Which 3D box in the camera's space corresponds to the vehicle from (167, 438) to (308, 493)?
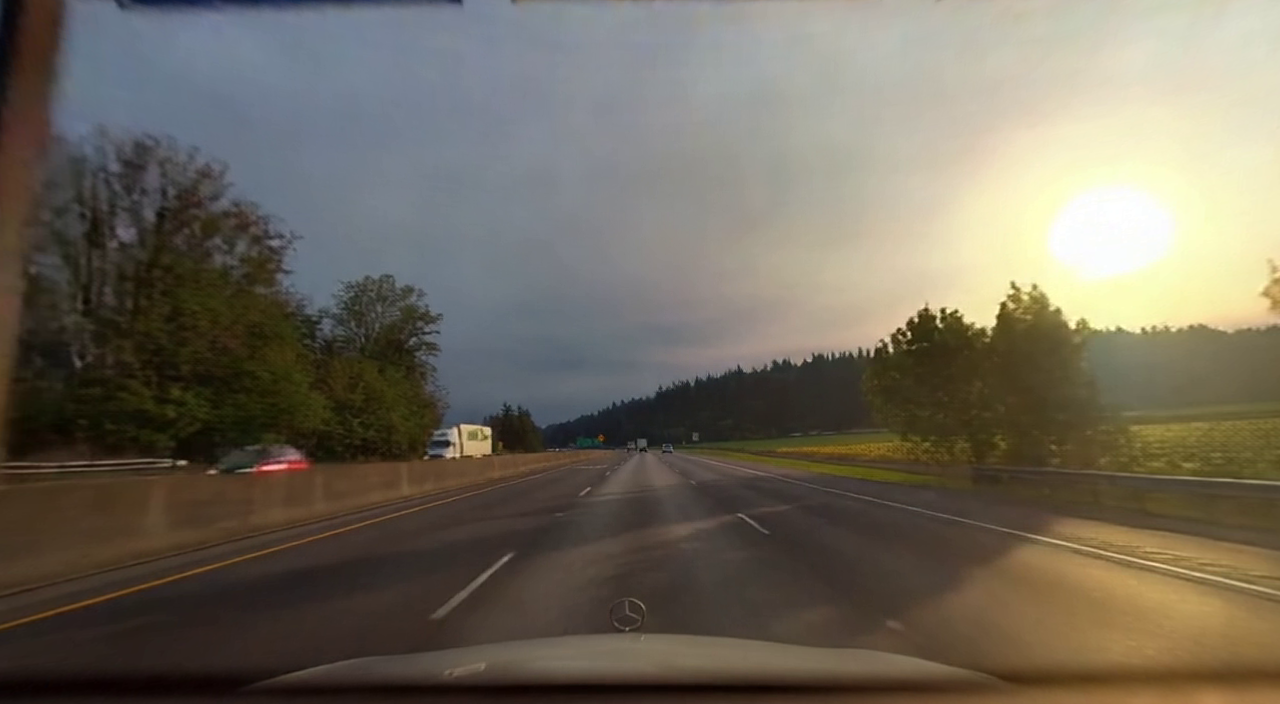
[{"bbox_3d":[-14.679,4.145,23.412,2.040,1.827,4.736,0,-9,0],"label":"vehicle"}]
